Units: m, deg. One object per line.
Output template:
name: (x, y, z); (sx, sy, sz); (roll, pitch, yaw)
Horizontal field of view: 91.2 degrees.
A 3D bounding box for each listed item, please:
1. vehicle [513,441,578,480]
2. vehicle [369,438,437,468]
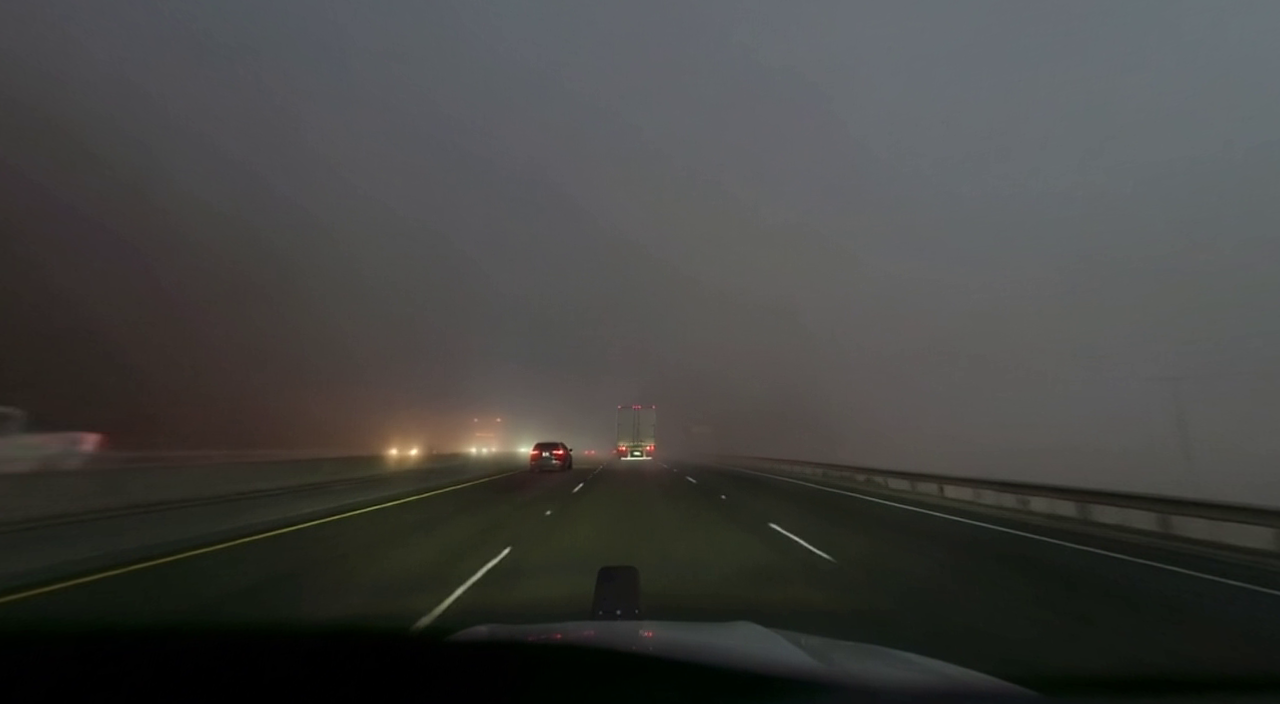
vehicle: (-3.956, 4.611, 26.946); (2.057, 1.519, 4.372); (0, -9, 1)
vehicle: (-13.047, 5.613, 34.811); (1.998, 1.527, 4.605); (0, -9, 0)
